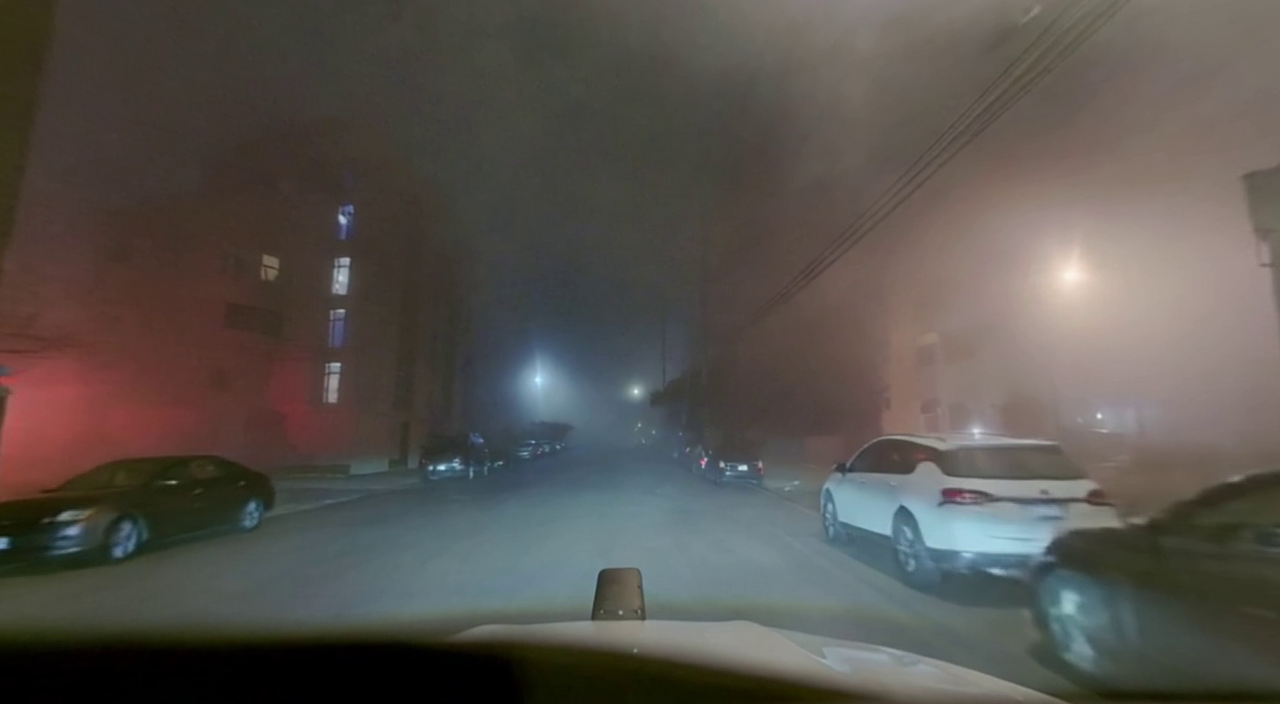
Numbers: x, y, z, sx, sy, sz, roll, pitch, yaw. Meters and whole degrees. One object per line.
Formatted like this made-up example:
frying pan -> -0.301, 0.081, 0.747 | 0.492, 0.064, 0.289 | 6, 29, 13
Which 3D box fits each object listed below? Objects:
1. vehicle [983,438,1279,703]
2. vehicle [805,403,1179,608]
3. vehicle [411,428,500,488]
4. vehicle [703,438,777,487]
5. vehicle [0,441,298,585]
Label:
vehicle -> 3.614, 1.038, 2.348 | 1.986, 1.427, 4.536 | 0, -8, -2
vehicle -> 3.565, 1.700, 7.696 | 1.986, 1.665, 4.606 | 1, -10, 1
vehicle -> -7.886, 4.539, 27.722 | 2.351, 2.251, 5.856 | -2, -7, -2
vehicle -> 3.537, 3.993, 23.193 | 1.925, 1.634, 4.419 | 0, -8, -1
vehicle -> -7.548, 2.196, 9.553 | 2.145, 1.488, 4.646 | -3, -7, 1
